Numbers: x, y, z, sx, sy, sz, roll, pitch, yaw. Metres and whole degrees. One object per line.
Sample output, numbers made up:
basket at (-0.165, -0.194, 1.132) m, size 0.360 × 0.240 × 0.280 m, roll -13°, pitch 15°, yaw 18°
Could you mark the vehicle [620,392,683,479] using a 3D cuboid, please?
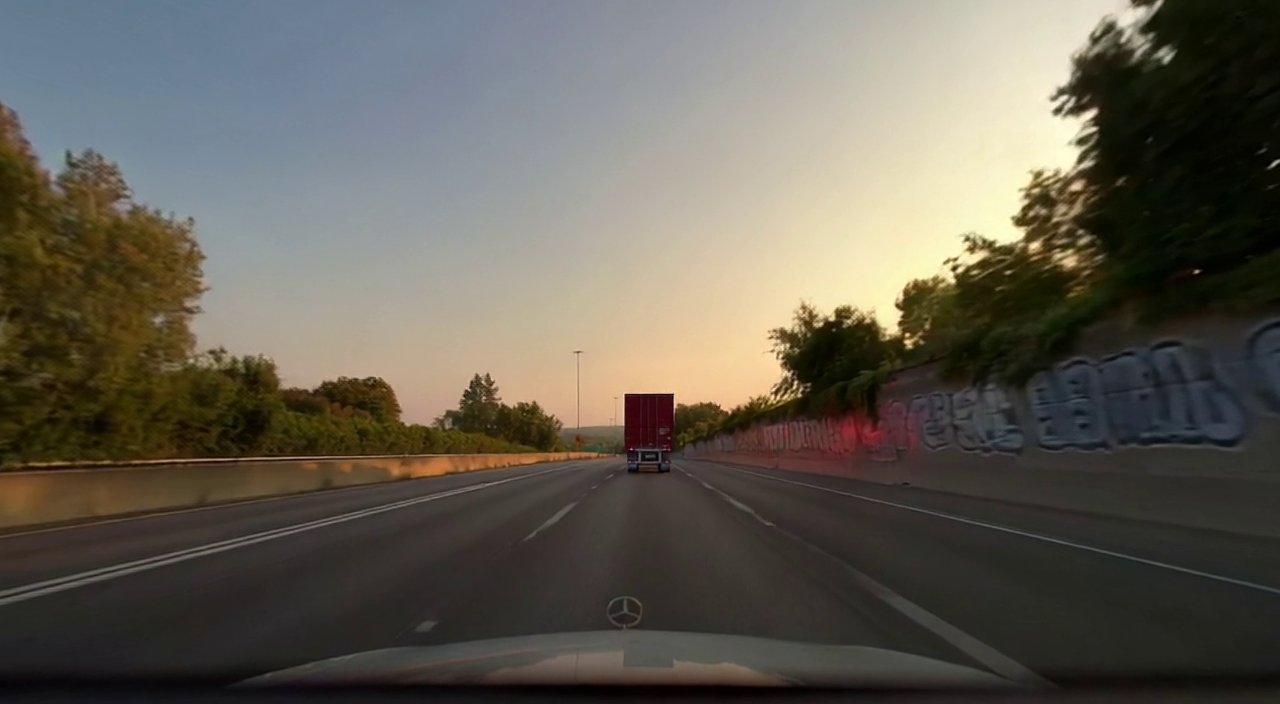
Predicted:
vehicle at (0.403, 4.607, 33.888) m, size 2.900 × 3.955 × 10.151 m, roll 0°, pitch -9°, yaw -1°
